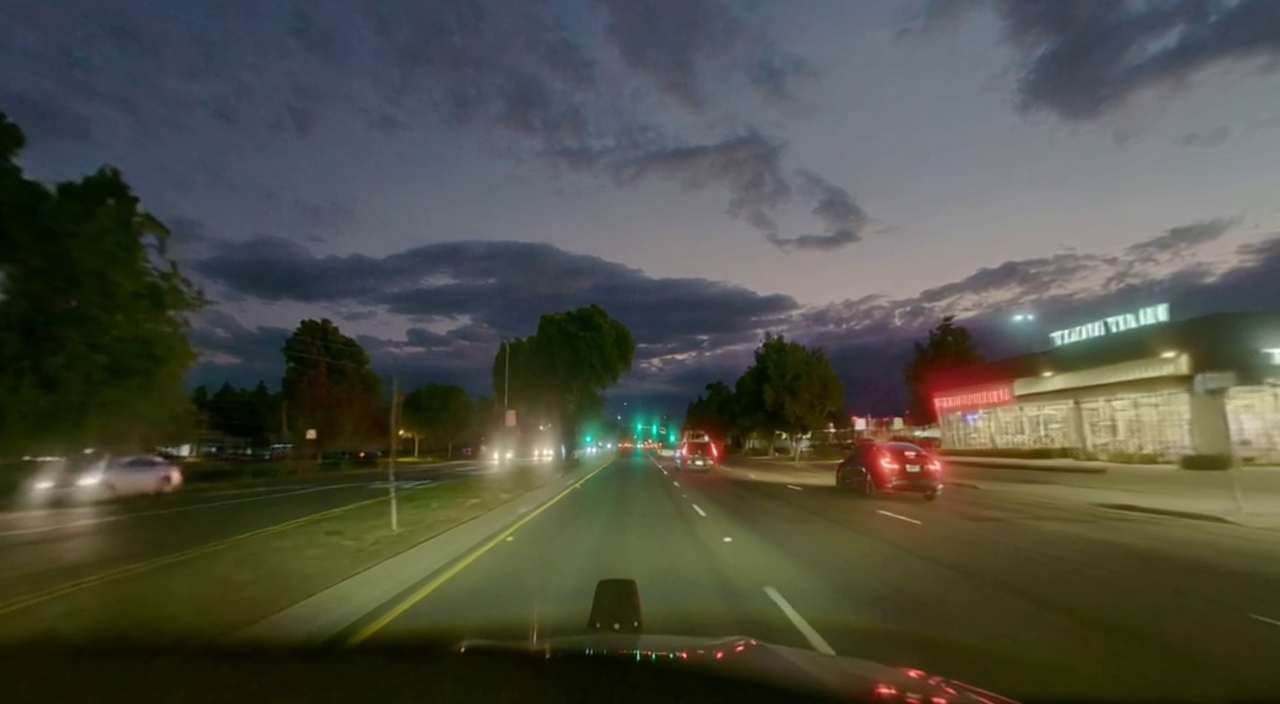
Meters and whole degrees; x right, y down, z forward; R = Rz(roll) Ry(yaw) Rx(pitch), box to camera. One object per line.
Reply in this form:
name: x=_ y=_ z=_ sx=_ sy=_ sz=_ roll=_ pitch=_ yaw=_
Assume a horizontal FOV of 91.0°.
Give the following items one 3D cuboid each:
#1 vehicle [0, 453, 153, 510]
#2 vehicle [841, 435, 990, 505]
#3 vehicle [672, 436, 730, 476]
vehicle: x=-17.983 y=3.945 z=19.677 sx=1.851 sy=1.480 sz=4.501 roll=0 pitch=-9 yaw=1
vehicle: x=6.852 y=2.965 z=16.223 sx=1.886 sy=1.528 sz=4.169 roll=1 pitch=-9 yaw=-1
vehicle: x=2.697 y=4.740 z=28.847 sx=2.161 sy=1.676 sz=4.151 roll=1 pitch=-9 yaw=-1
